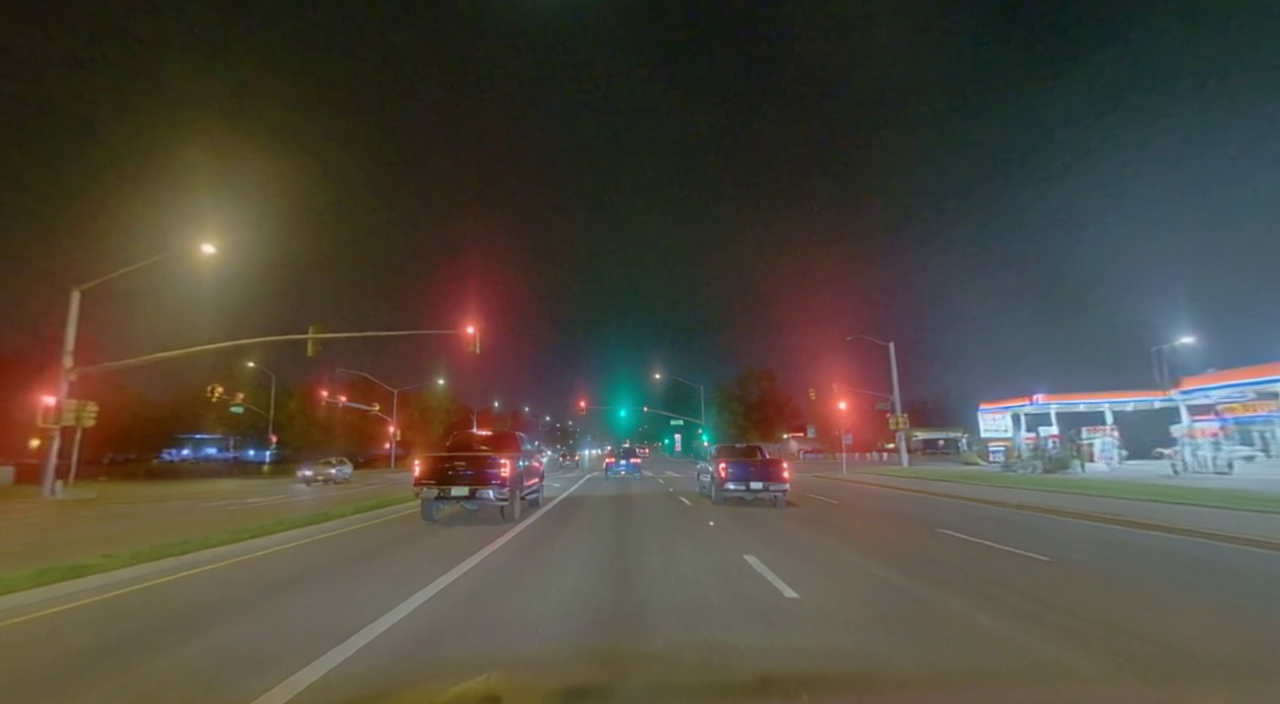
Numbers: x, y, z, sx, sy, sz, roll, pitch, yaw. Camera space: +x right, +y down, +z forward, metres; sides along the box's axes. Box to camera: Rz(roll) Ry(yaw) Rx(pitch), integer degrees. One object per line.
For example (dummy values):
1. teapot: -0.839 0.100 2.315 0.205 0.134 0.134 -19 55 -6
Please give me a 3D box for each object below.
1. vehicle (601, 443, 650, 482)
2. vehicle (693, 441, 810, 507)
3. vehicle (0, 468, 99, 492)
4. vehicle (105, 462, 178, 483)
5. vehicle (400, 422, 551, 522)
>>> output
1. vehicle: -0.691 4.840 28.014 2.029 1.605 3.827 0 -9 -3
2. vehicle: 2.747 3.128 16.712 2.061 1.487 4.462 0 -9 -3
3. vehicle: -38.581 8.305 41.244 4.460 1.411 1.879 2 -9 -10
4. vehicle: -38.113 9.224 48.373 3.849 1.510 1.865 1 -9 -10
5. vehicle: -3.563 2.730 15.046 2.195 1.905 5.634 0 -9 -1
